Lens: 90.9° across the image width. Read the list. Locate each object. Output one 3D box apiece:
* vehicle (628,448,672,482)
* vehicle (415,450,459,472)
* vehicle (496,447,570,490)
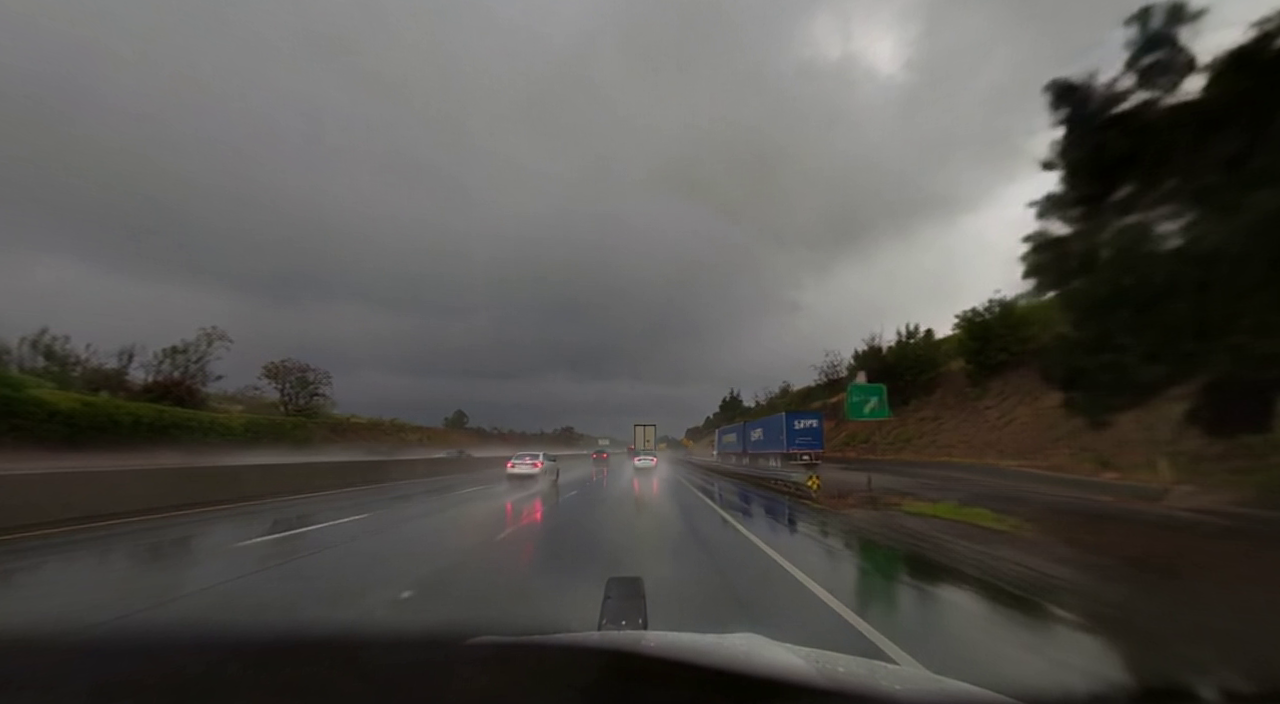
[{"bbox_3d":[0.461,5.387,30.283,1.991,1.507,3.391,0,-9,0],"label":"vehicle"},{"bbox_3d":[-15.877,8.539,49.610,1.952,1.573,4.568,0,-9,0],"label":"vehicle"},{"bbox_3d":[-3.987,4.427,24.288,2.018,1.504,4.431,0,-9,1],"label":"vehicle"}]
